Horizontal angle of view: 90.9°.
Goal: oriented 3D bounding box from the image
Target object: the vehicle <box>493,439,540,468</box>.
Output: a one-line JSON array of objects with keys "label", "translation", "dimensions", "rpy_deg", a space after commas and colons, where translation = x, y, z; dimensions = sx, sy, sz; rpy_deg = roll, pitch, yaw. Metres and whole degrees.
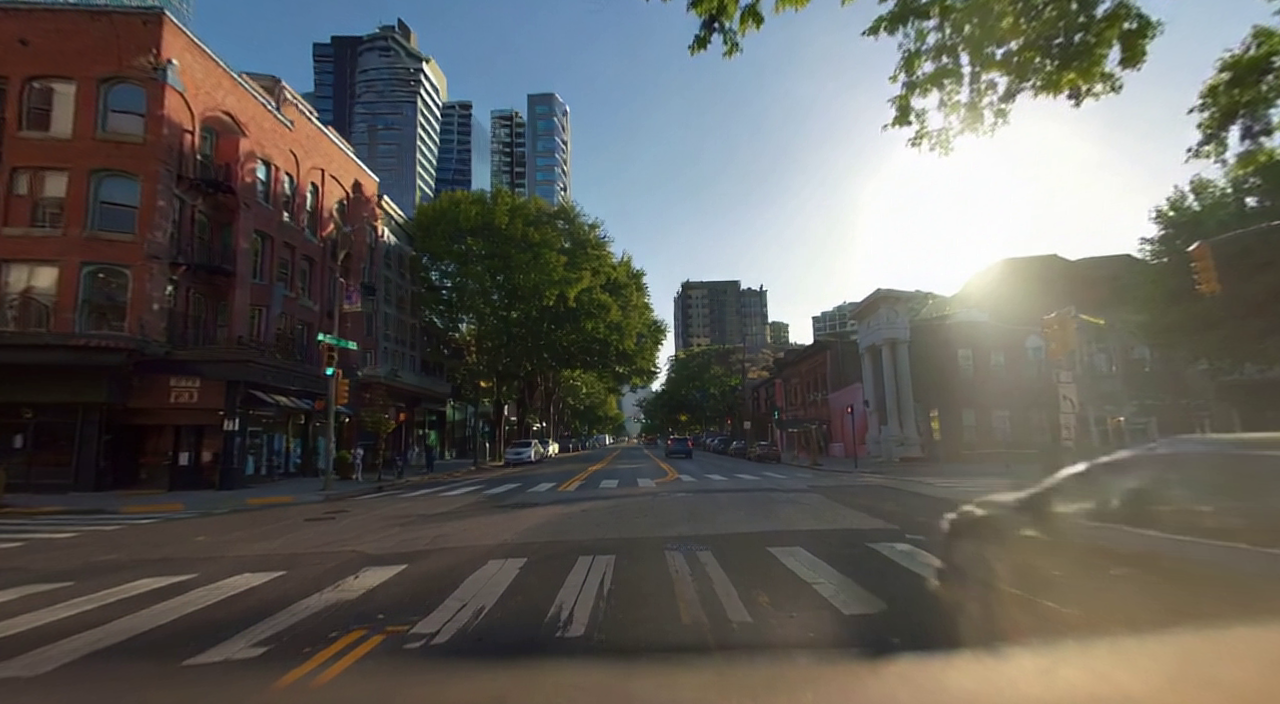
[{"label": "vehicle", "translation": [-7.247, 5.957, 37.437], "dimensions": [2.127, 1.533, 4.547], "rpy_deg": [-1, -8, -3]}]

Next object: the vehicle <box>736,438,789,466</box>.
[{"label": "vehicle", "translation": [6.963, 5.731, 36.282], "dimensions": [1.997, 1.510, 4.455], "rpy_deg": [1, -8, -2]}]

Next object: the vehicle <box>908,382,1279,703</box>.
[{"label": "vehicle", "translation": [2.720, 0.865, 1.945], "dimensions": [2.014, 1.474, 4.090], "rpy_deg": [0, -8, 1]}]
